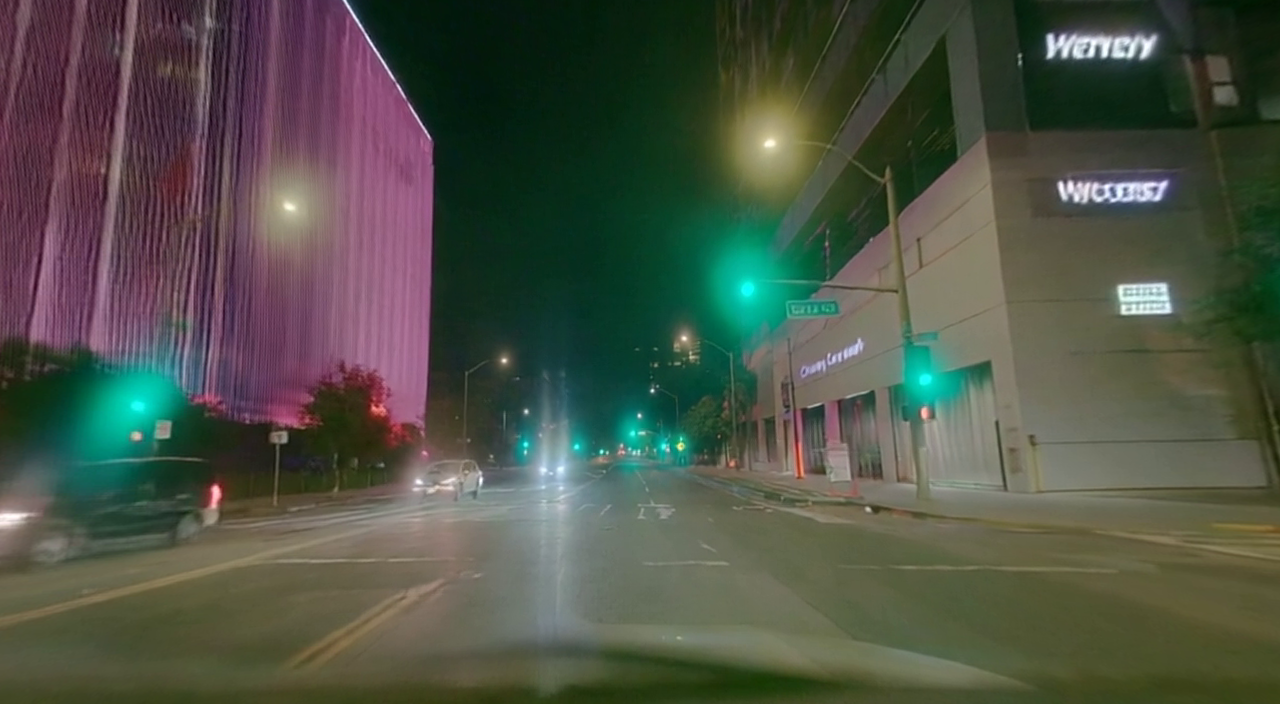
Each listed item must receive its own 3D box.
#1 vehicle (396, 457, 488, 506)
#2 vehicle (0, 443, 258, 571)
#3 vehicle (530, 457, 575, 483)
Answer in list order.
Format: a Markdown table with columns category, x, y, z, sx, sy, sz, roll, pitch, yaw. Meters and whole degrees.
| category | x | y | z | sx | sy | sz | roll | pitch | yaw |
| --- | --- | --- | --- | --- | --- | --- | --- | --- | --- |
| vehicle | -6.990 | 4.590 | 22.781 | 1.897 | 1.537 | 3.770 | -1 | -8 | 4 |
| vehicle | -10.473 | 2.756 | 12.376 | 2.329 | 1.900 | 5.588 | 0 | -8 | 2 |
| vehicle | -5.931 | 8.045 | 43.368 | 2.037 | 1.563 | 4.754 | -1 | -9 | 4 |
